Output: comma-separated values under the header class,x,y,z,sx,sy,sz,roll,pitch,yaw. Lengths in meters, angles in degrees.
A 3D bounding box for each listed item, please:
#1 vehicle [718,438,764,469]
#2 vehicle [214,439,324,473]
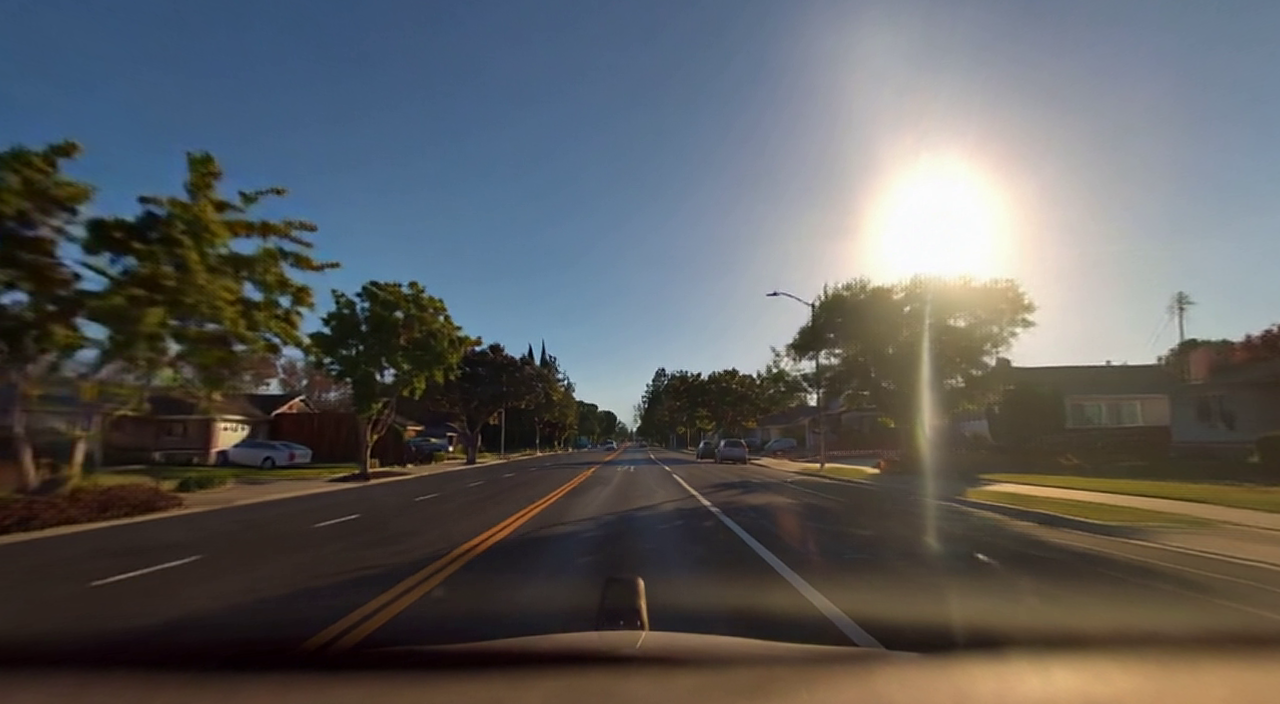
class,x,y,z,sx,sy,sz,roll,pitch,yaw
vehicle,6.458,6.566,40.976,2.099,1.878,4.476,0,-8,-1
vehicle,-19.660,5.499,33.579,4.497,1.674,2.168,-1,-8,3
